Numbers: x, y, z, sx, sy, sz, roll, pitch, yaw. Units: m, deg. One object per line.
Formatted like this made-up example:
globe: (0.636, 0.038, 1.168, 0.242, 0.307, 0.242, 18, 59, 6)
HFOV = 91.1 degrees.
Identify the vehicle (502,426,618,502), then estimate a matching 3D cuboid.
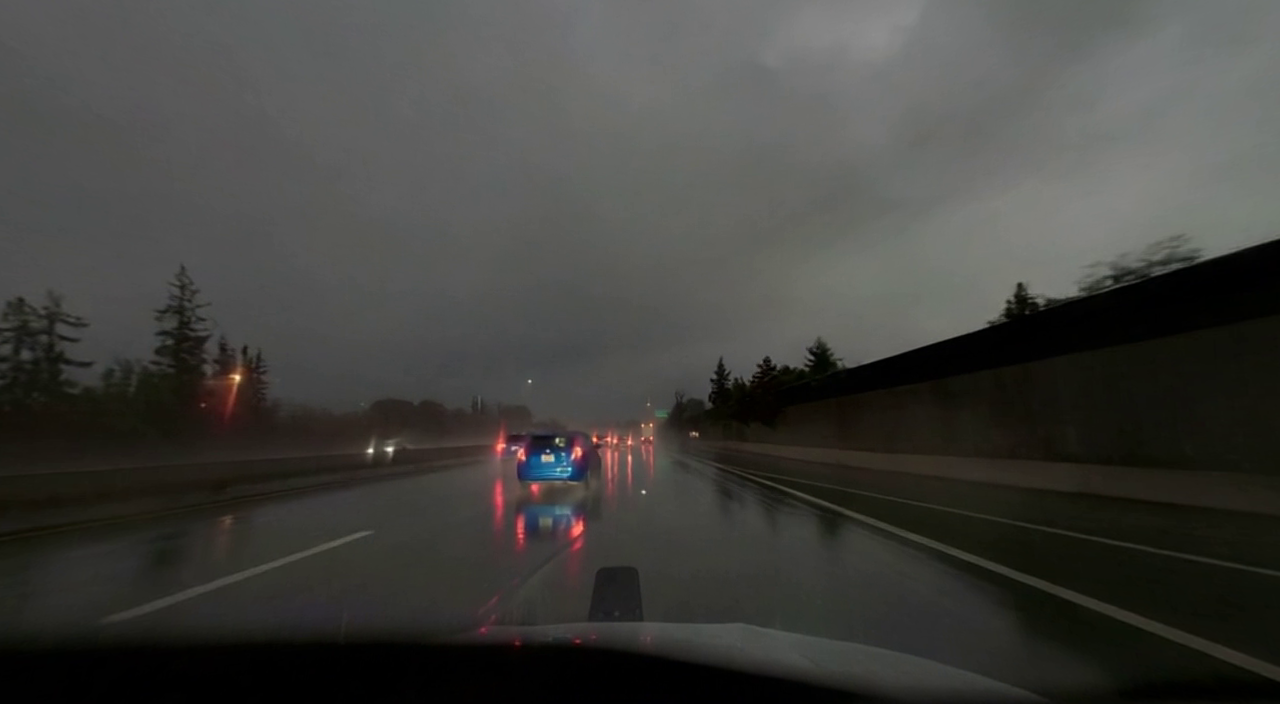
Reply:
vehicle: (-1.675, 2.507, 14.586, 2.079, 1.500, 3.881, 0, -8, 2)

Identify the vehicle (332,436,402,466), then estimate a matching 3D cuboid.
vehicle: (-15.321, 5.552, 35.487, 2.035, 1.566, 4.061, 0, -8, 1)
